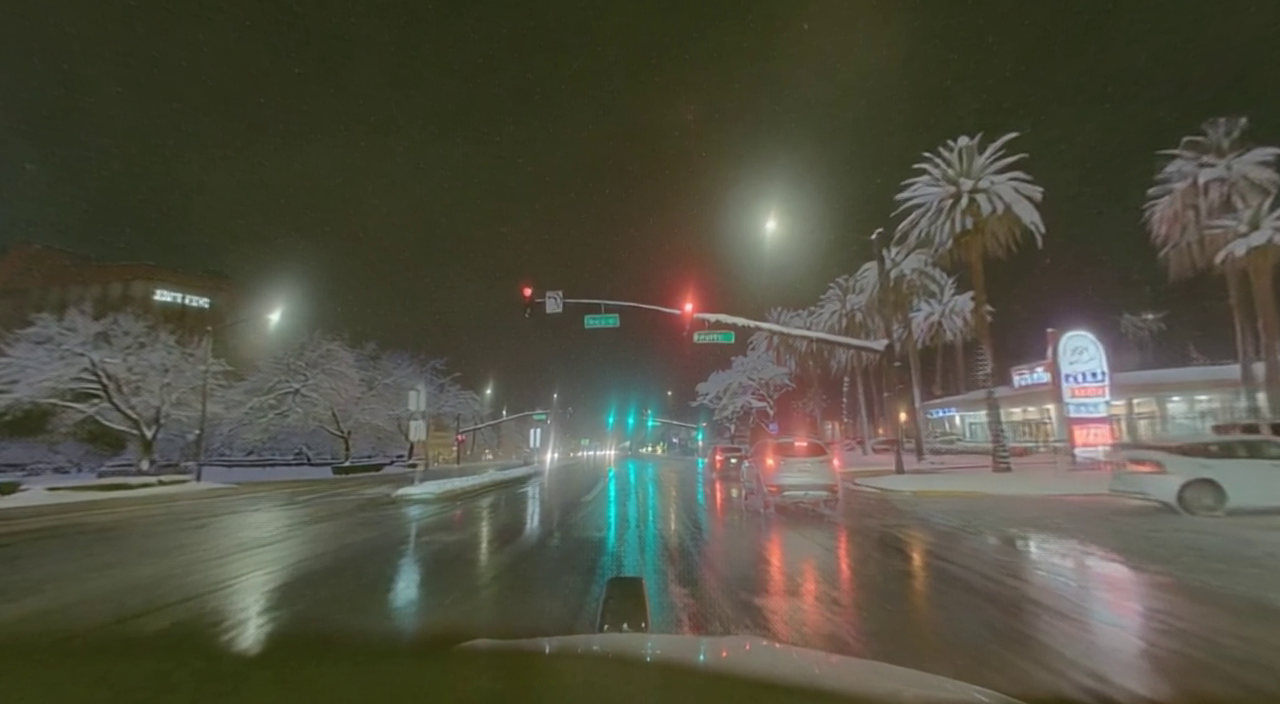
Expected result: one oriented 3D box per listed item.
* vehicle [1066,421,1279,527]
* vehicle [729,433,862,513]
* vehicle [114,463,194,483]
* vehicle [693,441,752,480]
[{"bbox_3d":[10.547,2.089,11.114,4.448,1.640,2.160,0,-8,0],"label":"vehicle"},{"bbox_3d":[3.329,2.663,14.365,1.931,1.534,4.126,0,-8,0],"label":"vehicle"},{"bbox_3d":[-38.033,9.458,49.384,4.648,1.484,1.908,0,-9,0],"label":"vehicle"},{"bbox_3d":[3.372,4.541,26.655,1.870,1.467,4.800,0,-8,0],"label":"vehicle"}]
